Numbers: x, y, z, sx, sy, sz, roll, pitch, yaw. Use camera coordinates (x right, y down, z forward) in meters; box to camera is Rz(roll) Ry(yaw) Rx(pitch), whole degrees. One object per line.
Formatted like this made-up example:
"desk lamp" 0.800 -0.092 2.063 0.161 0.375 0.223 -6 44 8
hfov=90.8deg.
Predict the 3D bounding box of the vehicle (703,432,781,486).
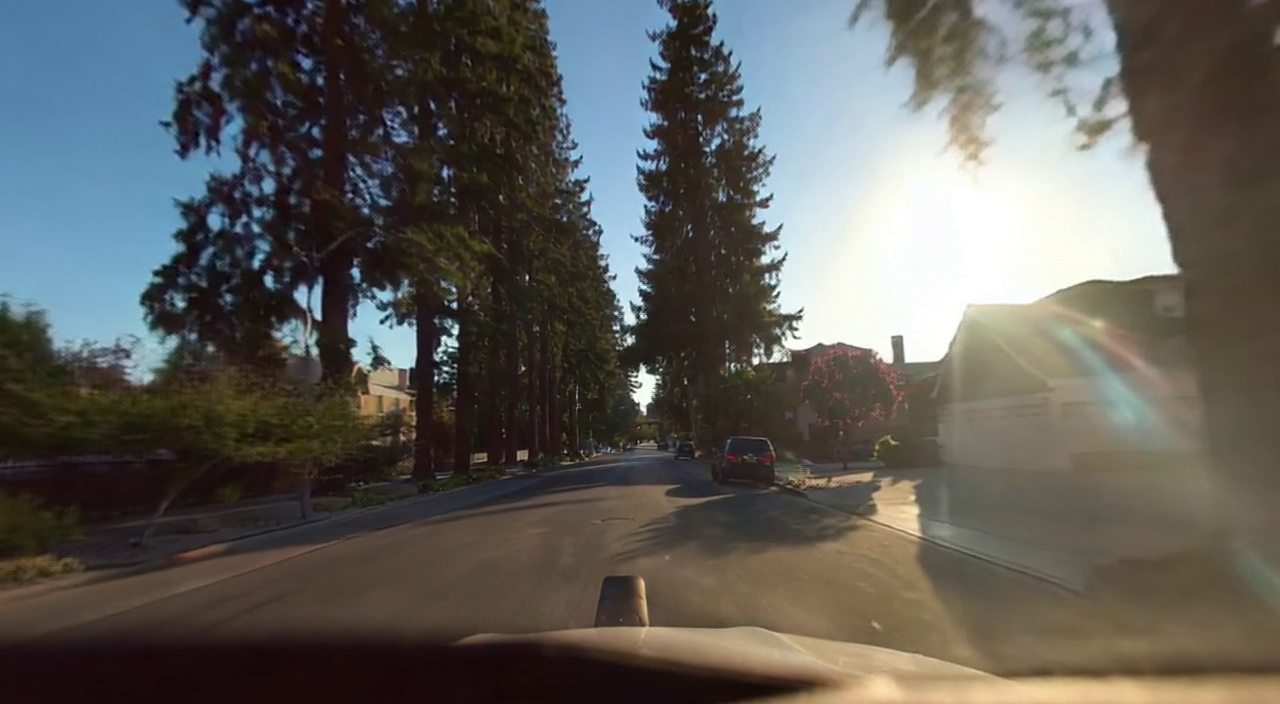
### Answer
"vehicle" 3.522 3.780 22.662 2.055 1.738 4.448 0 -8 0
